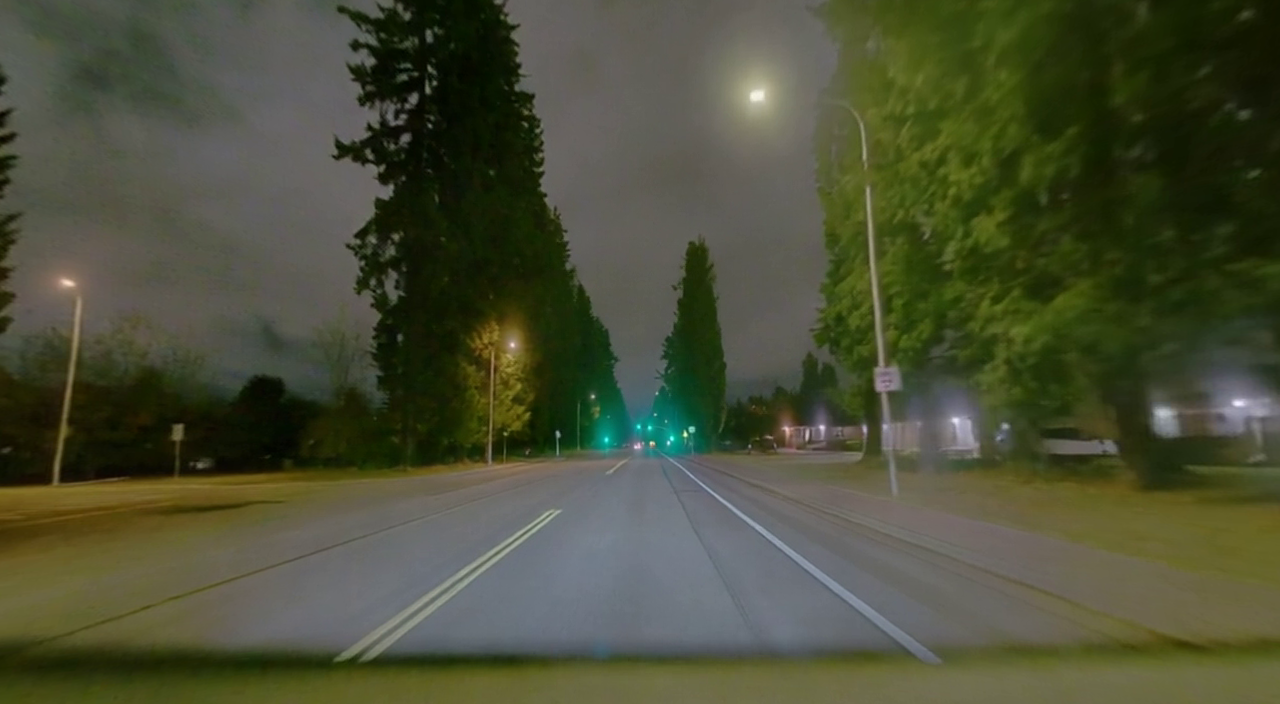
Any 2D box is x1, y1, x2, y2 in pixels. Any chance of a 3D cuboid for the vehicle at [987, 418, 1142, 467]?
[{"bbox_3d":[18.273,3.918,27.387,4.978,1.991,2.234,-1,-8,3],"label":"vehicle"}]
